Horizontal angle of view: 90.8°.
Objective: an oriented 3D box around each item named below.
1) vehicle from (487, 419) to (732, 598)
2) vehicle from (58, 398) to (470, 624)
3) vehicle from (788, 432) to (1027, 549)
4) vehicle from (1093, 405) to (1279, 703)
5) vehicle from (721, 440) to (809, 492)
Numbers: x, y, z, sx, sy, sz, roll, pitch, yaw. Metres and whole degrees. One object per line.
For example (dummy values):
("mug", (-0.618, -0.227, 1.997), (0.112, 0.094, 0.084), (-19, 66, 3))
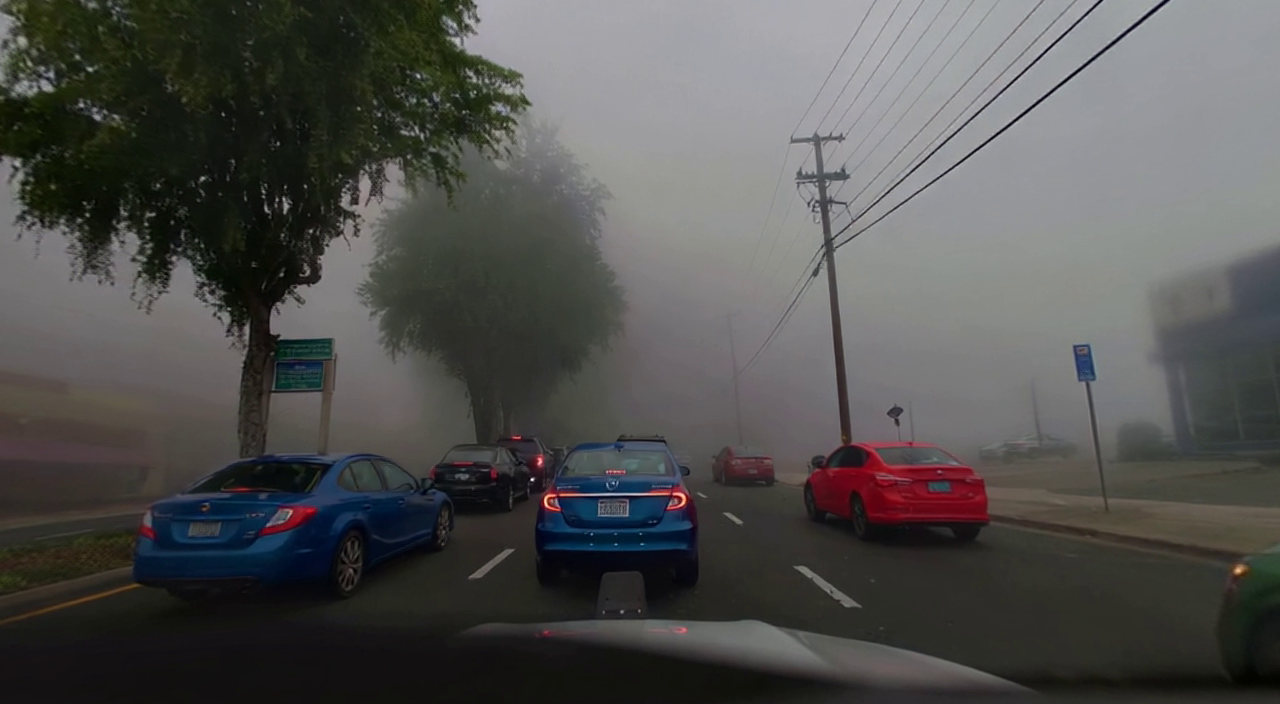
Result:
("vehicle", (-0.317, 1.632, 7.400), (2.097, 1.511, 3.809), (0, -9, -2))
("vehicle", (-3.436, 1.525, 6.999), (1.979, 1.697, 4.254), (0, -9, -1))
("vehicle", (3.924, 2.098, 10.278), (1.909, 1.473, 4.361), (0, -9, -1))
("vehicle", (3.589, 0.769, 1.278), (1.929, 1.479, 4.723), (0, -9, 1))
("vehicle", (3.822, 3.552, 20.025), (1.876, 1.456, 4.025), (0, -9, -1))
